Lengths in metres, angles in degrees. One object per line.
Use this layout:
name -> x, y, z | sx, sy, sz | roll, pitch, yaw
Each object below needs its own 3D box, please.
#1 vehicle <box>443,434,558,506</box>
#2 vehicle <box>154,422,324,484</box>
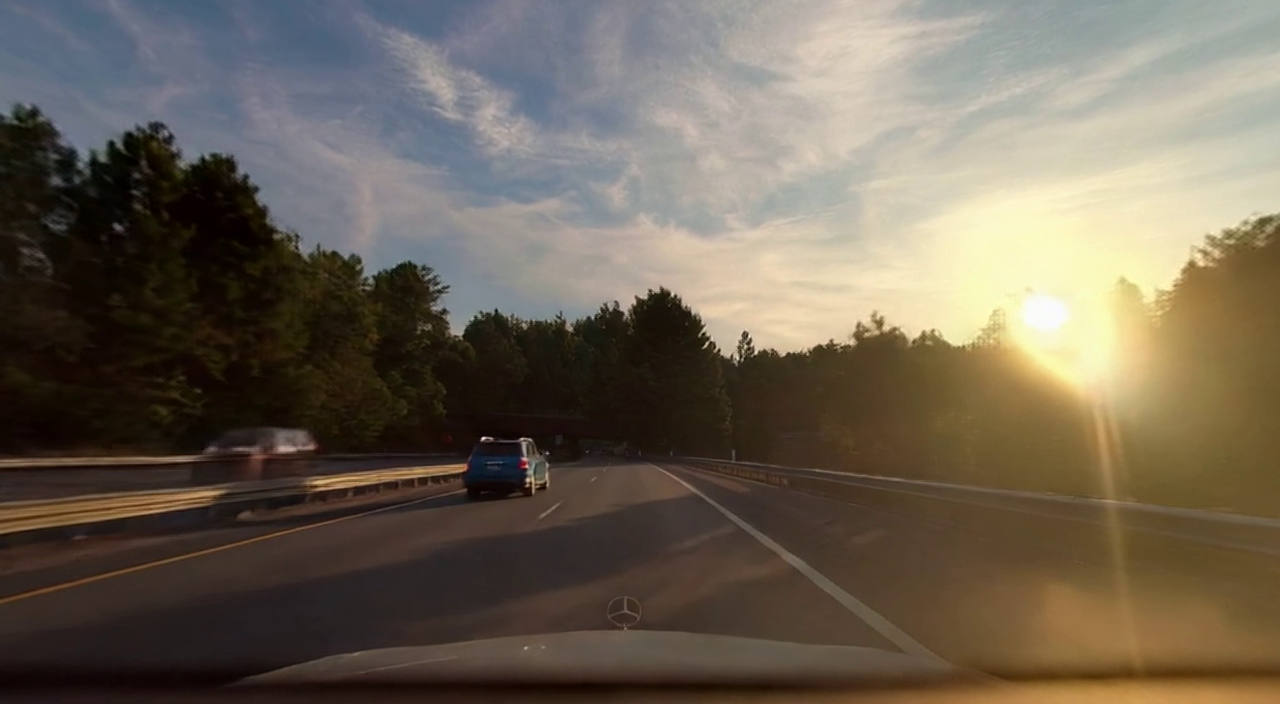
vehicle -> -3.709, 3.251, 17.762 | 2.135, 1.755, 4.476 | 0, -9, 1
vehicle -> -12.022, 3.102, 19.415 | 2.072, 1.634, 4.756 | 0, -9, 0
